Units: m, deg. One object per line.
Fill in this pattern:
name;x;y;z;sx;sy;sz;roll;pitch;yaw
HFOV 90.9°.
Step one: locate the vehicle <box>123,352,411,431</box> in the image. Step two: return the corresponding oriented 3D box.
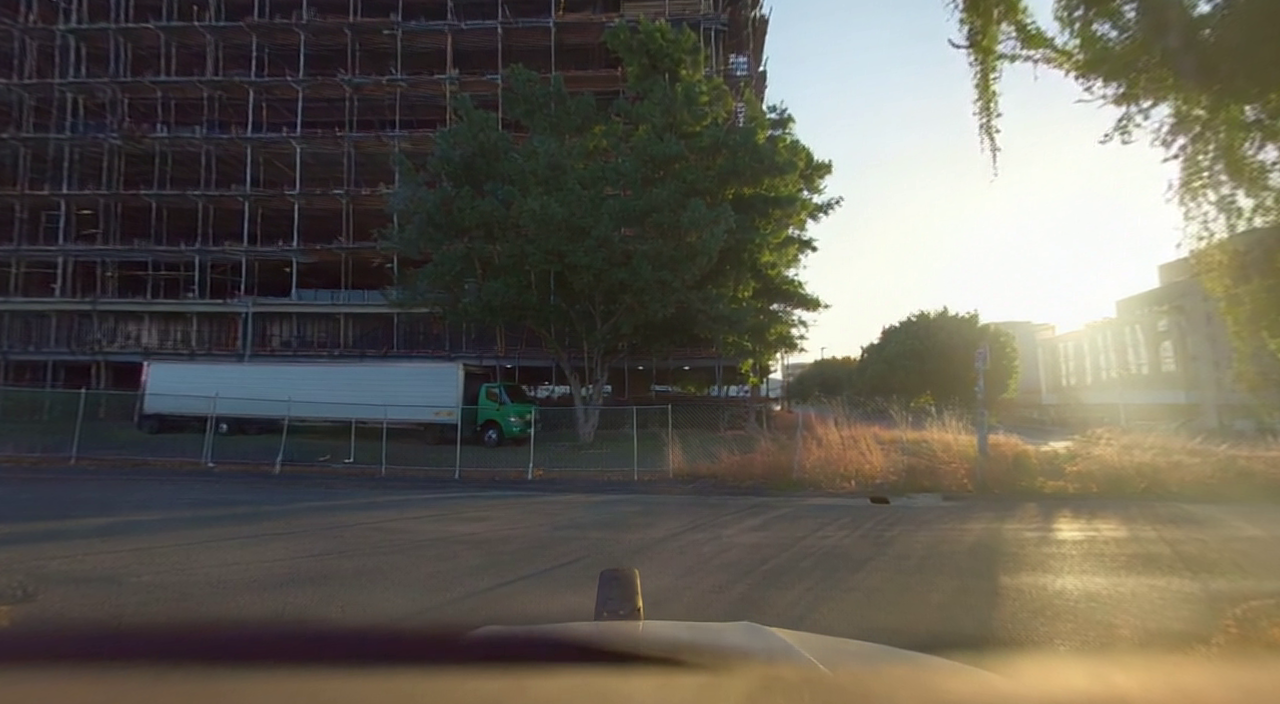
vehicle;-21.205;2.497;37.041;14.067;4.099;2.832;2;-8;-13
